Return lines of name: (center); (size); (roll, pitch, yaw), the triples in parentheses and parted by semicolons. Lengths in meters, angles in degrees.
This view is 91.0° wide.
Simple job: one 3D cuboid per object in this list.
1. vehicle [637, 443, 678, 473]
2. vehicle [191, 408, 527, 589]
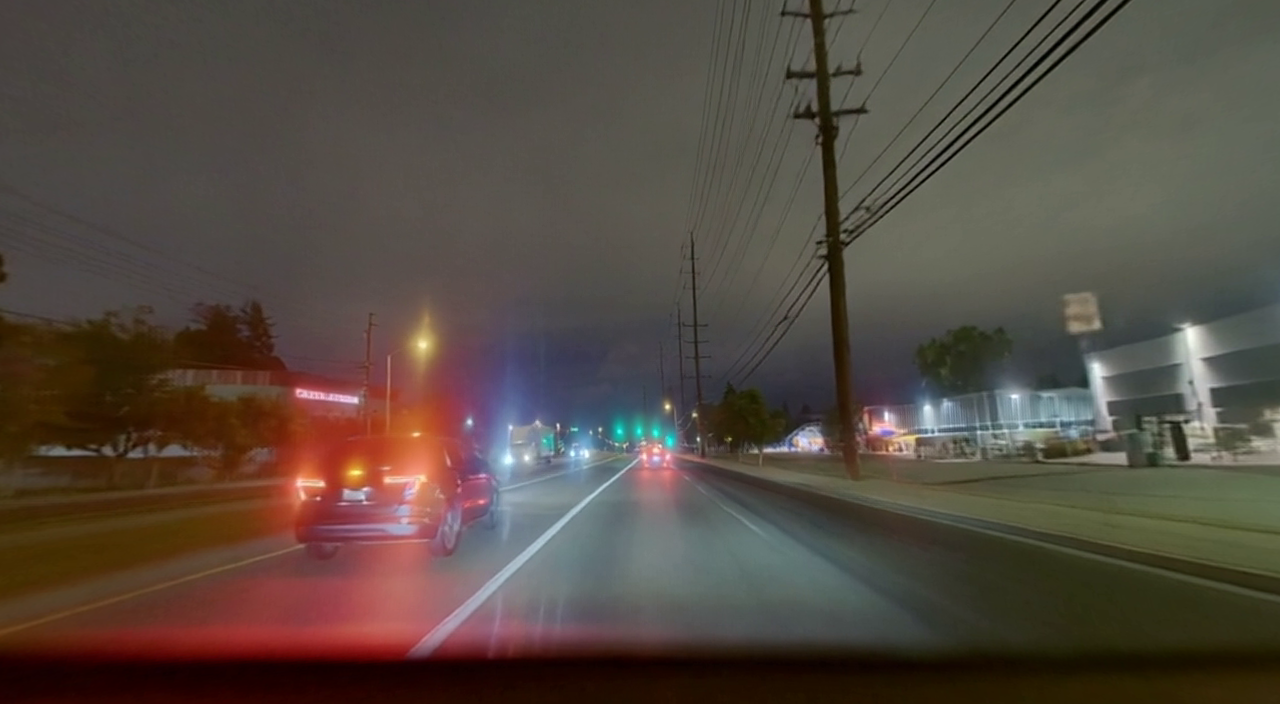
vehicle: (0.914, 5.844, 34.970); (2.114, 1.492, 4.453); (0, -8, 0)
vehicle: (-3.063, 1.713, 8.317); (2.169, 1.679, 4.723); (-1, -8, 1)
